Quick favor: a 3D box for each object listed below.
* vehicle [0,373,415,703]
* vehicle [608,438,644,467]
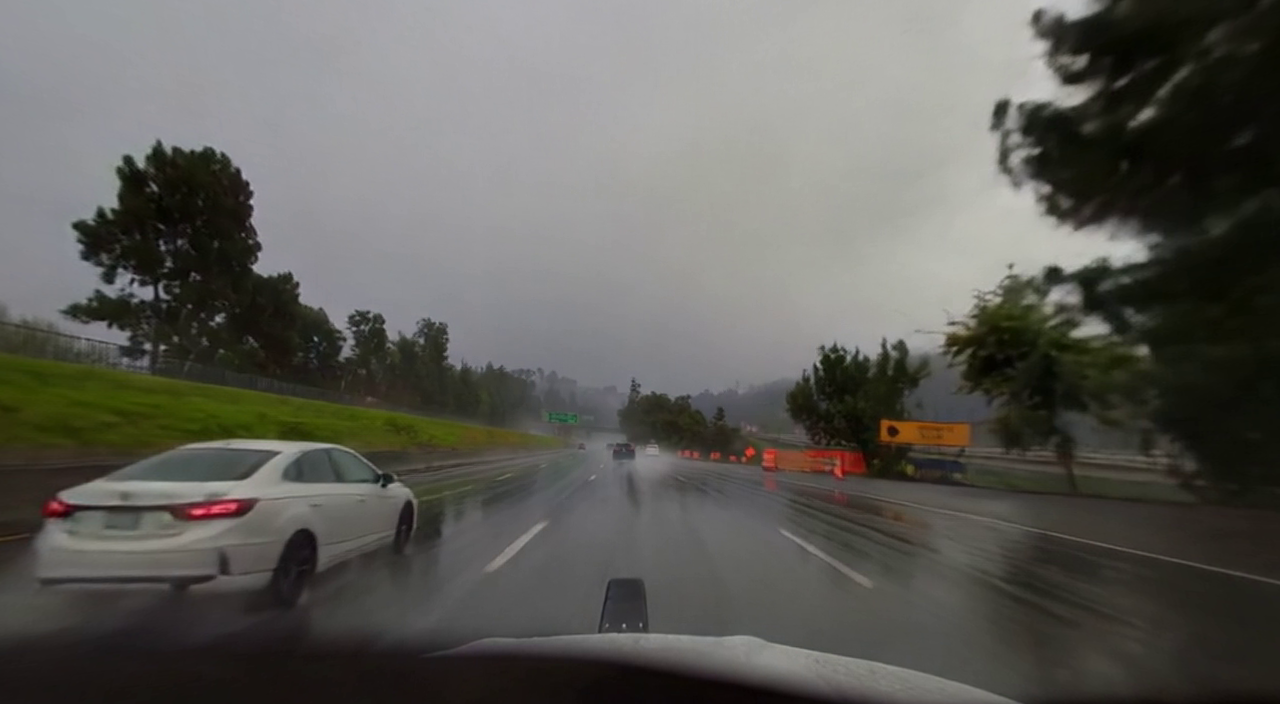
[{"bbox_3d":[-3.821,1.257,5.255,2.114,1.650,4.730,0,-8,0],"label":"vehicle"},{"bbox_3d":[-1.001,6.802,42.959,2.328,1.805,4.502,0,-8,-3],"label":"vehicle"}]
